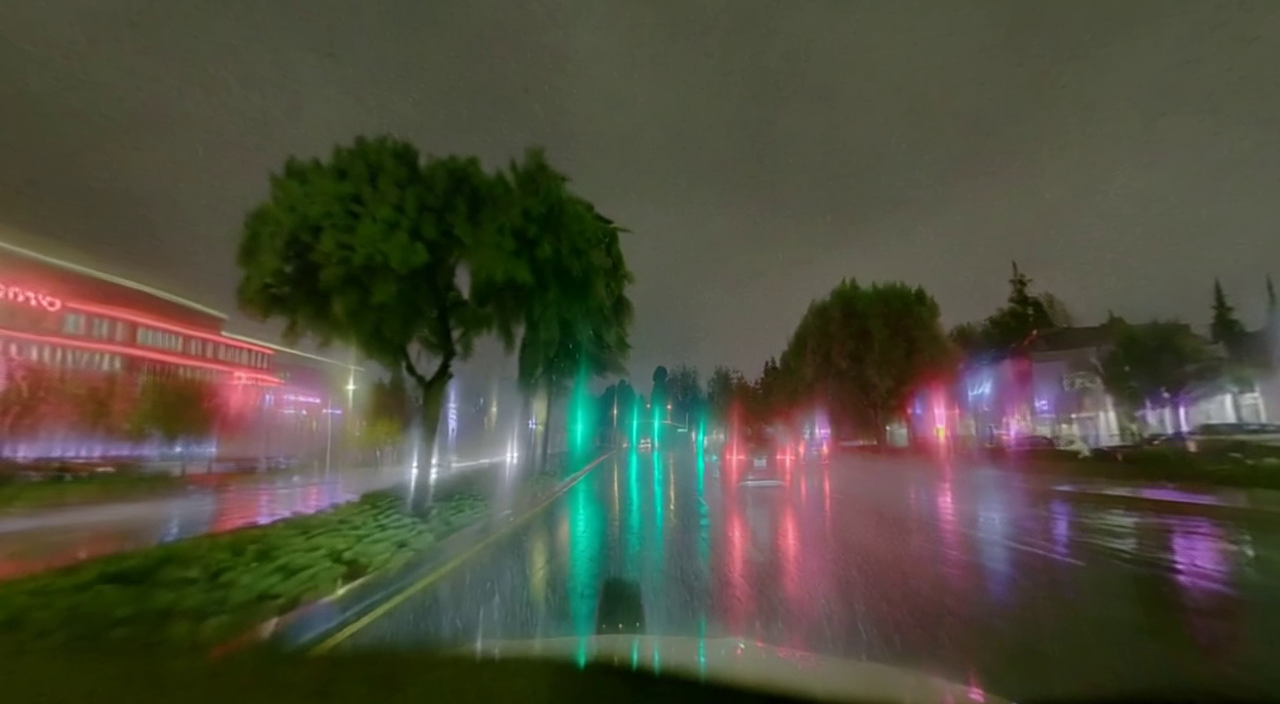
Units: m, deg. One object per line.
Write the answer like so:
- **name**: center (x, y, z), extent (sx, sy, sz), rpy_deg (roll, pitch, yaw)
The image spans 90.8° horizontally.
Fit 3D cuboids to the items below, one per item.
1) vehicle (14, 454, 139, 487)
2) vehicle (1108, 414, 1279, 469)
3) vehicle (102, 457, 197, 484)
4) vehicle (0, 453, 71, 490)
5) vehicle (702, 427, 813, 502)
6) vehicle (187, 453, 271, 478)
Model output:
- **vehicle**: center (-29.903, 6.276, 33.640), extent (4.633, 1.630, 2.093), rpy_deg (0, -8, 0)
- **vehicle**: center (19.673, 3.124, 21.920), extent (4.975, 1.786, 2.223), rpy_deg (-1, -8, 3)
- **vehicle**: center (-29.578, 7.147, 38.165), extent (4.173, 1.482, 1.818), rpy_deg (0, -8, 1)
- **vehicle**: center (-29.127, 5.425, 28.837), extent (4.356, 1.585, 1.965), rpy_deg (0, -8, 2)
- **vehicle**: center (2.865, 2.866, 16.439), extent (1.963, 1.677, 4.229), rpy_deg (0, -8, -1)
- **vehicle**: center (-29.379, 8.123, 45.290), extent (4.506, 1.640, 2.103), rpy_deg (0, -8, 0)
